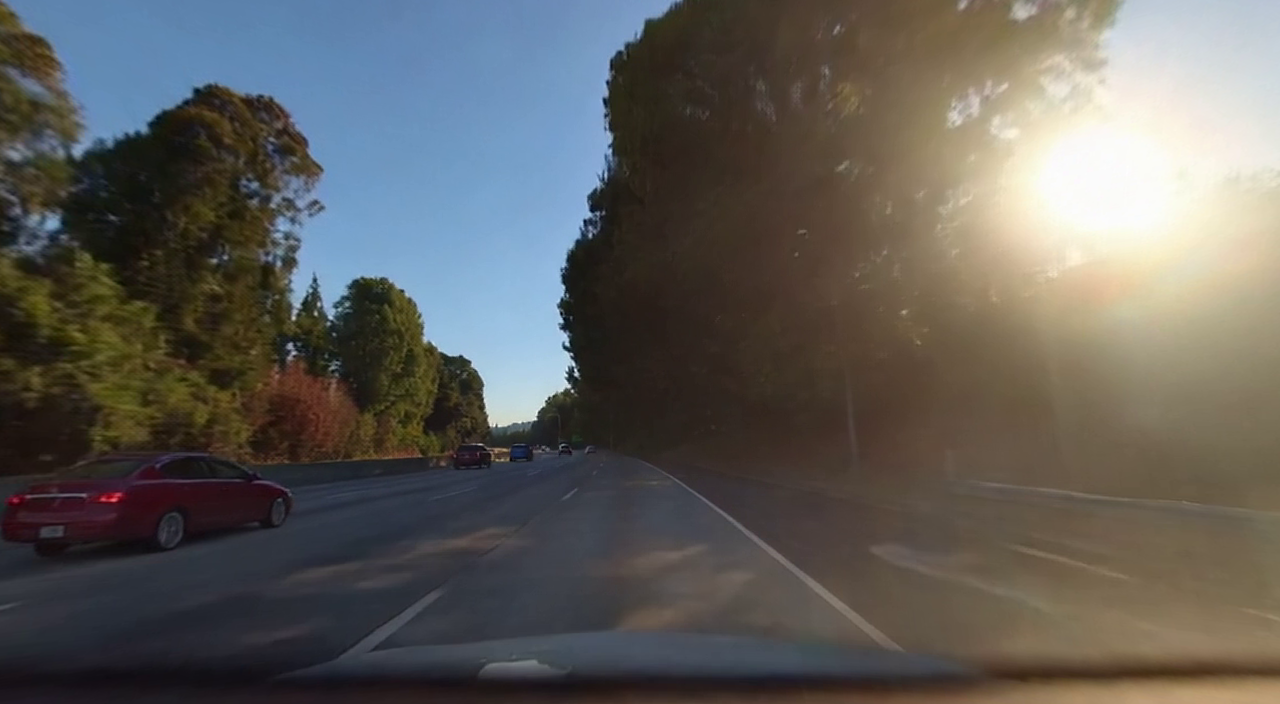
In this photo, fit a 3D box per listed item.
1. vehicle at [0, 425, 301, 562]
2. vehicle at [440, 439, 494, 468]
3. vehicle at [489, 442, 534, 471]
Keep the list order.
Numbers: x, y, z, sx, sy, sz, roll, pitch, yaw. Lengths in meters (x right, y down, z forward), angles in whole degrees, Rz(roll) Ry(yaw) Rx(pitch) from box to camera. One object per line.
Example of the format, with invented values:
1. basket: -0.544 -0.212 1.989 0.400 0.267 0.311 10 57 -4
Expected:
1. vehicle: -7.703 2.038 9.867 2.133 1.586 4.869 0 -9 -1
2. vehicle: -12.377 7.302 45.467 2.425 1.926 5.584 0 -9 -2
3. vehicle: -8.075 6.575 39.851 2.060 1.680 4.255 0 -9 -2
